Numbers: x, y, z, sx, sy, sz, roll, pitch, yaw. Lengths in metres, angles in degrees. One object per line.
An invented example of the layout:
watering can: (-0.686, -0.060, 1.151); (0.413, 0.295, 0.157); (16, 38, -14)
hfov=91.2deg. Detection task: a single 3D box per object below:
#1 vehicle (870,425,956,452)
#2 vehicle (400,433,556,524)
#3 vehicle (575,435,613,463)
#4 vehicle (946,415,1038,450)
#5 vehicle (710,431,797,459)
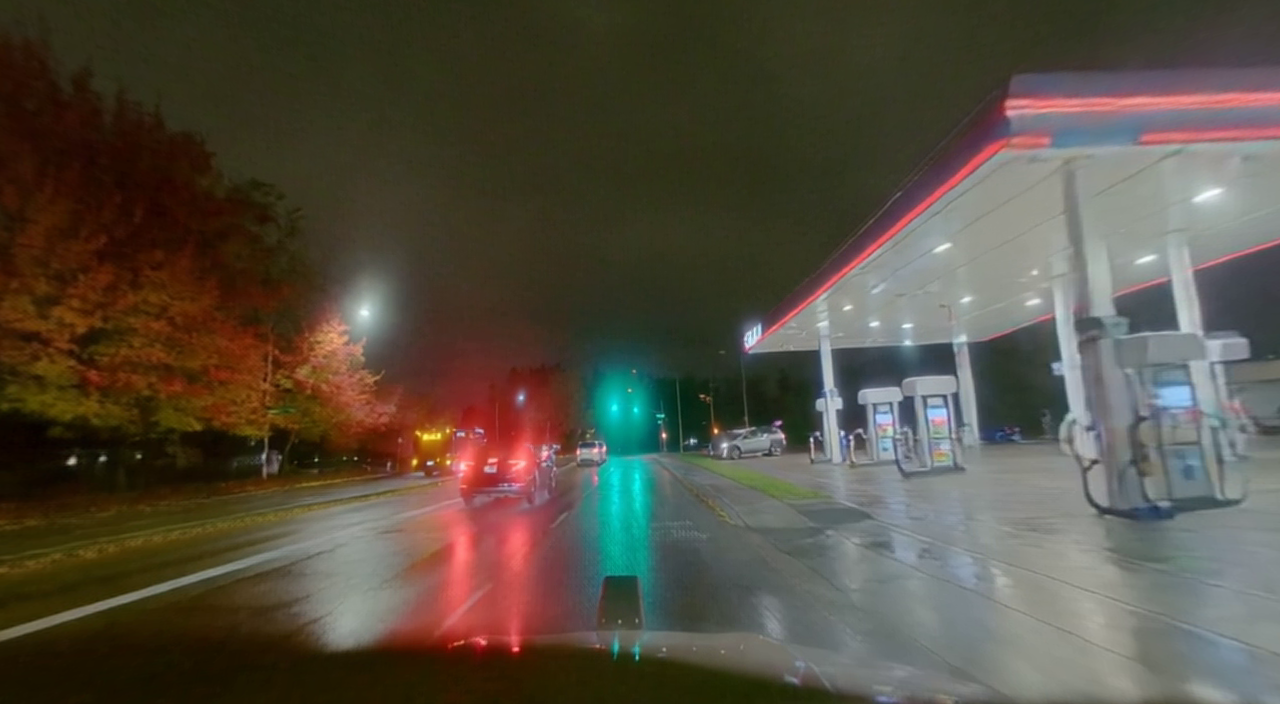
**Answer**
vehicle: (15.917, 5.085, 36.719); (4.064, 1.507, 2.078); (0, -9, 1)
vehicle: (-3.005, 2.444, 12.642); (2.092, 1.507, 4.078); (0, -9, -1)
vehicle: (-3.021, 6.560, 42.420); (2.365, 1.751, 3.904); (0, -9, -1)
vehicle: (20.580, 4.730, 36.721); (4.172, 1.687, 1.773); (-4, -8, -2)
vehicle: (6.939, 5.748, 38.728); (4.894, 1.451, 2.089); (-3, -8, 0)
